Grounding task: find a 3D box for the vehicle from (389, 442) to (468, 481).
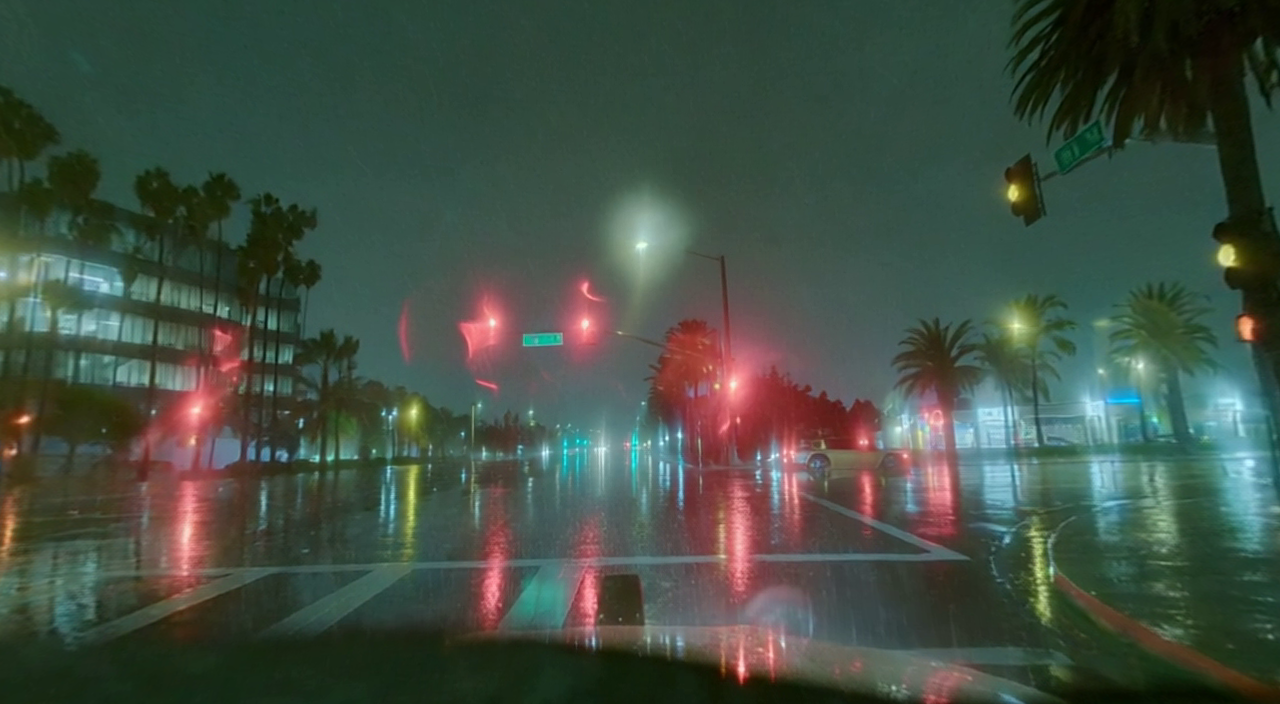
[{"bbox_3d":[-10.742,5.587,32.370,2.270,1.833,4.860,0,-9,1],"label":"vehicle"}]
